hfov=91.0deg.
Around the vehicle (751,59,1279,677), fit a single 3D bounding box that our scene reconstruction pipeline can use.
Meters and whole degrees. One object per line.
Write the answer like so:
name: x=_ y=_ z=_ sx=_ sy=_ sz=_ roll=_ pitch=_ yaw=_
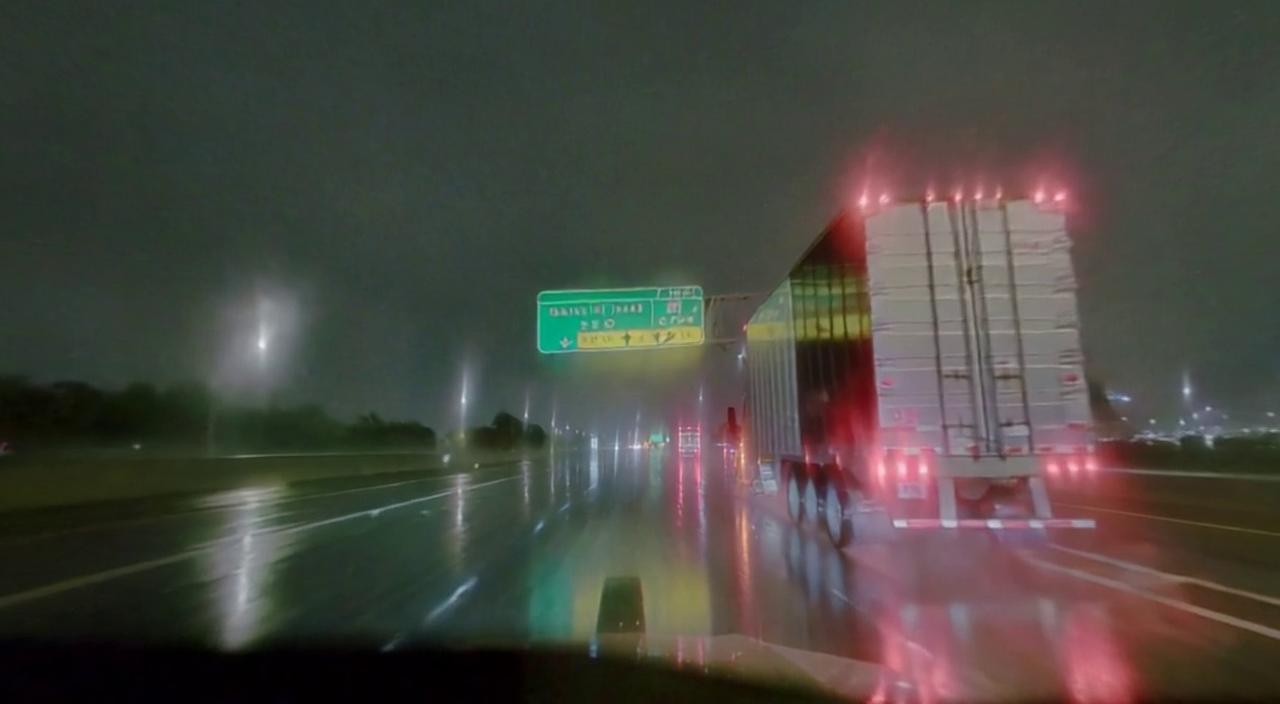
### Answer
vehicle: x=3.590 y=0.581 z=8.007 sx=2.998 sy=3.820 sz=8.356 roll=0 pitch=-8 yaw=1
